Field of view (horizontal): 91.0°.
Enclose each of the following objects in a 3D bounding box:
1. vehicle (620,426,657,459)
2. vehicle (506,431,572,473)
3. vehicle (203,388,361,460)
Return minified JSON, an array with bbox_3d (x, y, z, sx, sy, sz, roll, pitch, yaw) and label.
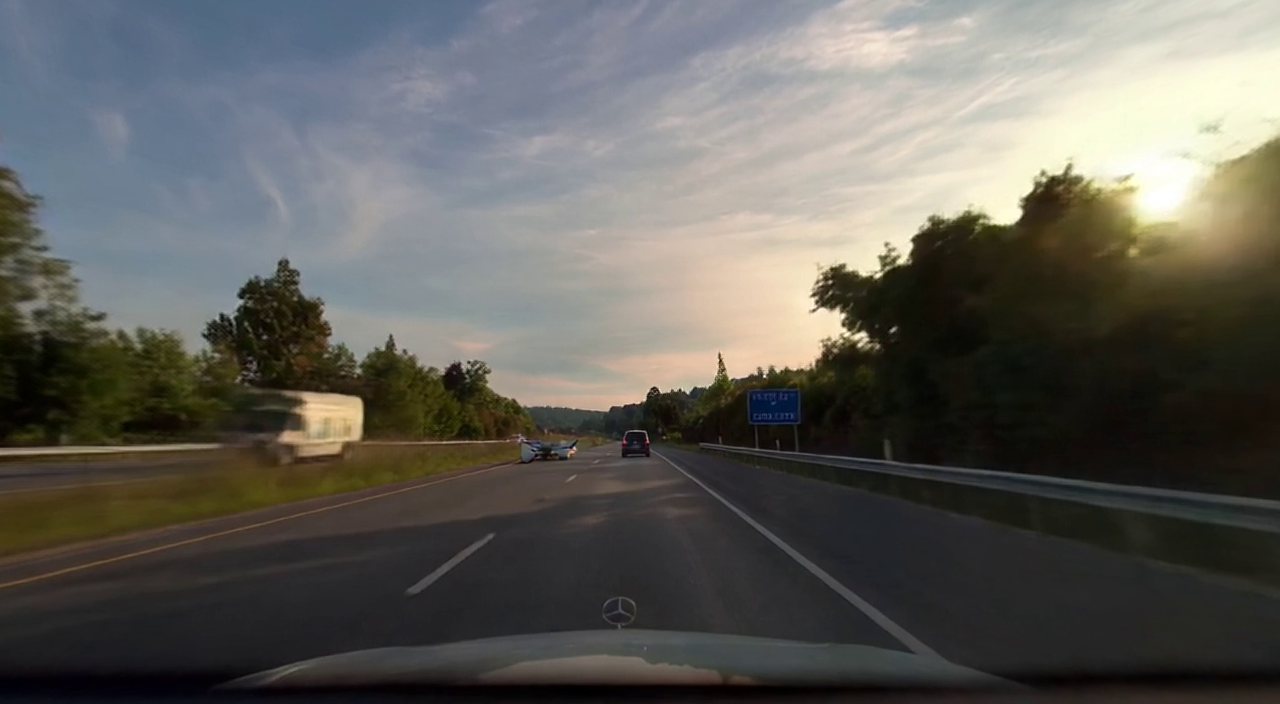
[{"bbox_3d":[-0.106,5.729,40.044,2.223,1.957,4.416,0,-8,-1],"label":"vehicle"},{"bbox_3d":[-4.077,4.094,26.106,2.062,1.567,4.117,0,-8,0],"label":"vehicle"},{"bbox_3d":[-13.042,2.766,23.598,2.474,2.352,5.794,0,-8,0],"label":"vehicle"}]
